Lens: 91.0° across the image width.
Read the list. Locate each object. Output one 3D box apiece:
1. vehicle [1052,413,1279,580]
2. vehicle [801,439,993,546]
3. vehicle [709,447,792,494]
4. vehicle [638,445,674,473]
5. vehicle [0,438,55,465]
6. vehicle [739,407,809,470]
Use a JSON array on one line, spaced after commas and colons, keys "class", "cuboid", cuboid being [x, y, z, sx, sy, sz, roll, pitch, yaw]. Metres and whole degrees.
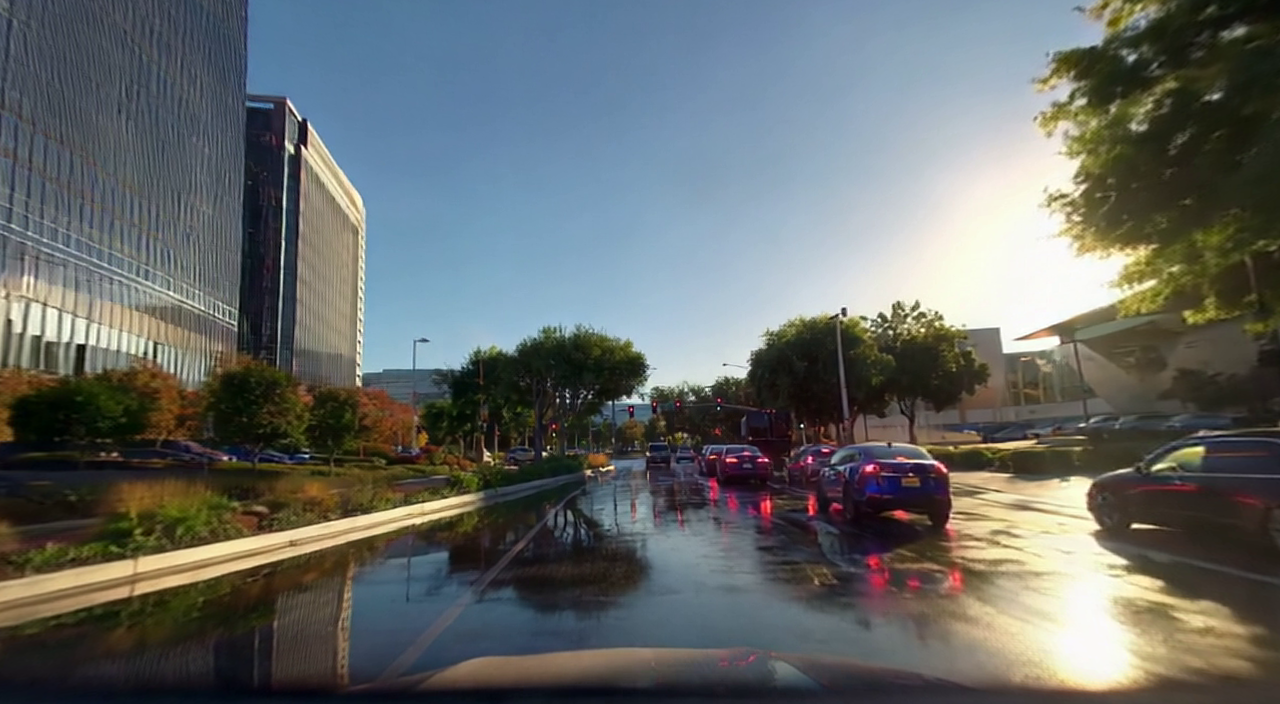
[{"class": "vehicle", "cuboid": [7.775, 1.646, 7.462, 2.138, 1.738, 5.088, 1, -9, -3]}, {"class": "vehicle", "cuboid": [4.588, 2.534, 12.209, 2.089, 1.609, 4.922, -1, -9, 6]}, {"class": "vehicle", "cuboid": [3.946, 4.278, 23.193, 2.183, 1.553, 3.923, 0, -9, -3]}, {"class": "vehicle", "cuboid": [1.088, 6.839, 40.526, 2.121, 1.728, 4.161, -1, -9, 4]}, {"class": "vehicle", "cuboid": [-45.179, 7.206, 45.087, 4.582, 1.636, 1.943, -3, -5, -5]}, {"class": "vehicle", "cuboid": [8.819, 6.057, 43.381, 3.128, 3.616, 13.736, -1, -9, 5]}]
